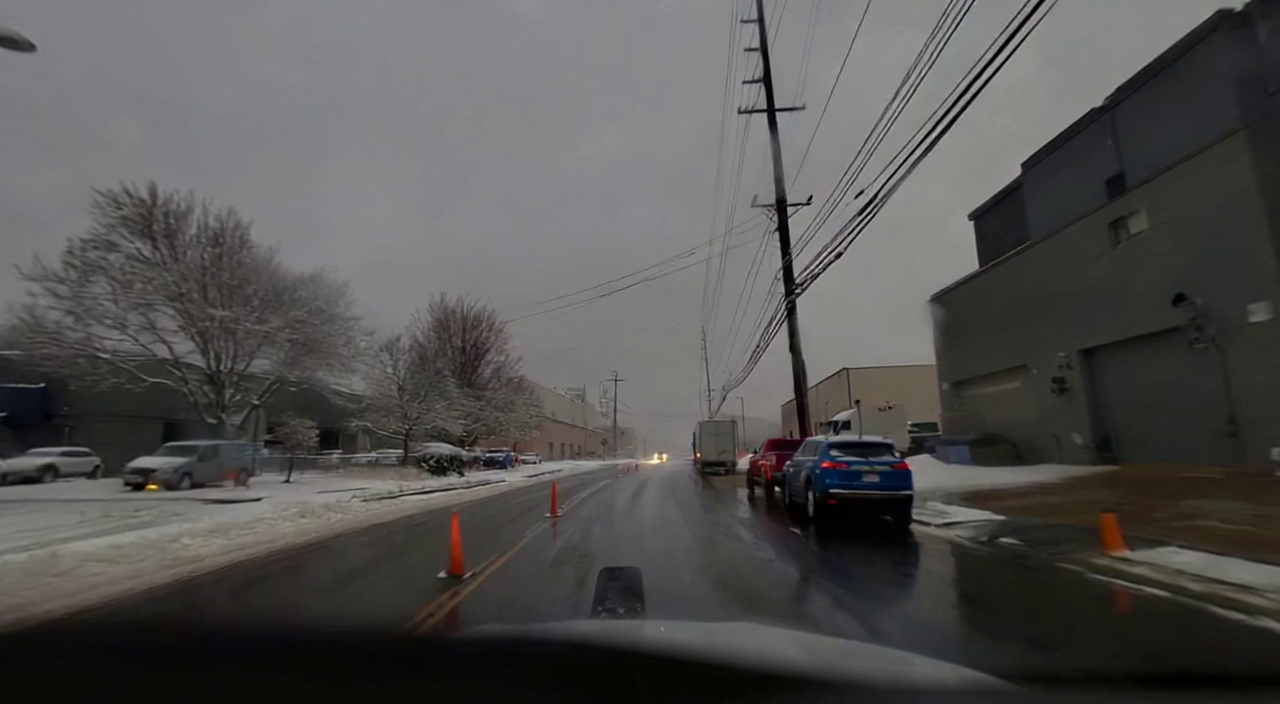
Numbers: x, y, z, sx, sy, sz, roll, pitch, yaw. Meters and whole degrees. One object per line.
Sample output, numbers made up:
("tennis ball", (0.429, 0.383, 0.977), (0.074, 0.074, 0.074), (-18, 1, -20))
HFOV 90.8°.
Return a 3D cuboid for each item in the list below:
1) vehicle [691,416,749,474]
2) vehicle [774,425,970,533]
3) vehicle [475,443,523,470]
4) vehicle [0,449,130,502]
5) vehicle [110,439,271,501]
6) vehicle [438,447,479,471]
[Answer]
("vehicle", (4.840, 5.831, 39.667), (2.871, 3.301, 7.433), (0, -8, 1))
("vehicle", (4.237, 2.403, 12.633), (2.115, 1.702, 4.978), (0, -8, 1))
("vehicle", (-10.988, 8.190, 49.669), (2.287, 1.975, 5.511), (-1, -8, 2))
("vehicle", (-20.003, 4.091, 21.364), (1.799, 1.542, 4.546), (0, -8, -2))
("vehicle", (-14.804, 3.878, 21.234), (2.085, 1.748, 4.558), (-3, -8, 0))
("vehicle", (-13.999, 8.248, 48.916), (1.971, 1.789, 4.360), (0, -8, -1))
